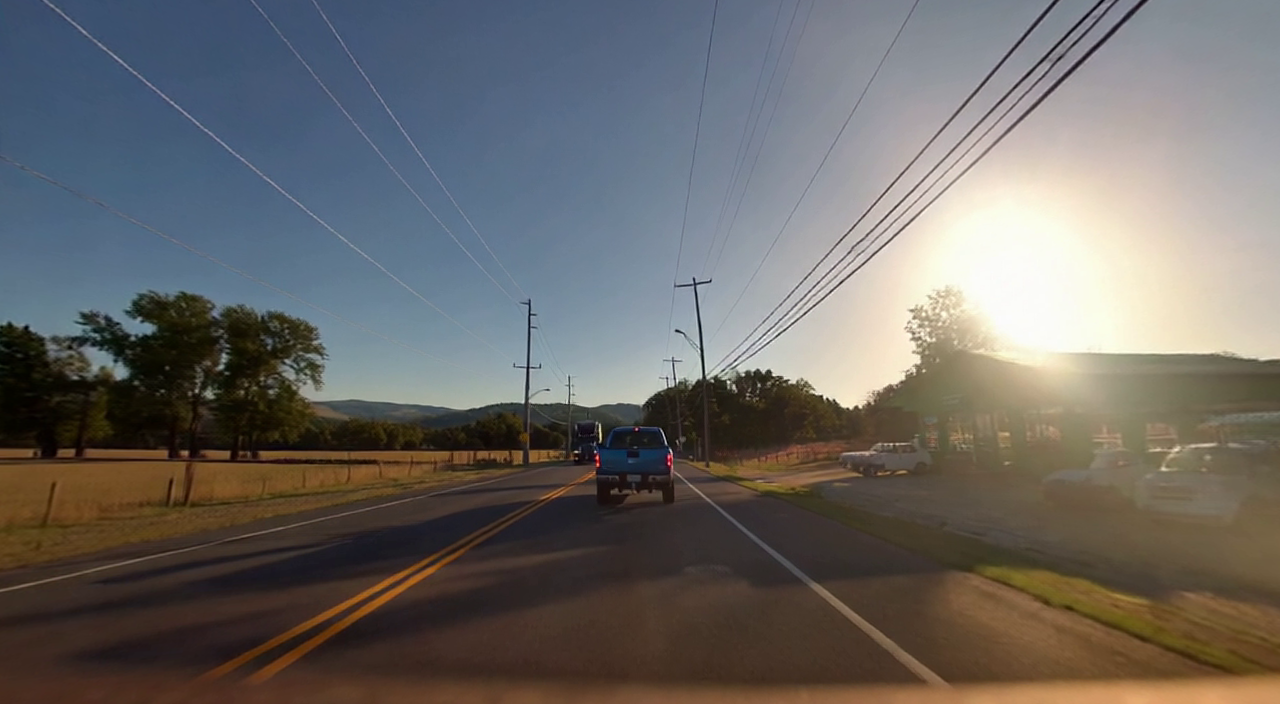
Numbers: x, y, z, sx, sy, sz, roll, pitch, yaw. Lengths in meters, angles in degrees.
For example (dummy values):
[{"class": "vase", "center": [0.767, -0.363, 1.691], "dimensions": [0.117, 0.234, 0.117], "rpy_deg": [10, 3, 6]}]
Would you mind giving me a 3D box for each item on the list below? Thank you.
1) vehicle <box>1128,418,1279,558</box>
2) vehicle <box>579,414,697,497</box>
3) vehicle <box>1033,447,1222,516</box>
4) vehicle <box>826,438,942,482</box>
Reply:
[{"class": "vehicle", "center": [11.167, 2.236, 10.989], "dimensions": [5.776, 1.936, 2.535], "rpy_deg": [6, -8, -35]}, {"class": "vehicle", "center": [-0.022, 3.124, 19.457], "dimensions": [2.921, 2.031, 7.416], "rpy_deg": [0, -8, 0]}, {"class": "vehicle", "center": [12.052, 3.086, 15.577], "dimensions": [4.571, 1.451, 1.906], "rpy_deg": [5, -10, -29]}, {"class": "vehicle", "center": [10.868, 4.698, 27.944], "dimensions": [5.304, 1.754, 2.340], "rpy_deg": [7, -11, -38]}]
